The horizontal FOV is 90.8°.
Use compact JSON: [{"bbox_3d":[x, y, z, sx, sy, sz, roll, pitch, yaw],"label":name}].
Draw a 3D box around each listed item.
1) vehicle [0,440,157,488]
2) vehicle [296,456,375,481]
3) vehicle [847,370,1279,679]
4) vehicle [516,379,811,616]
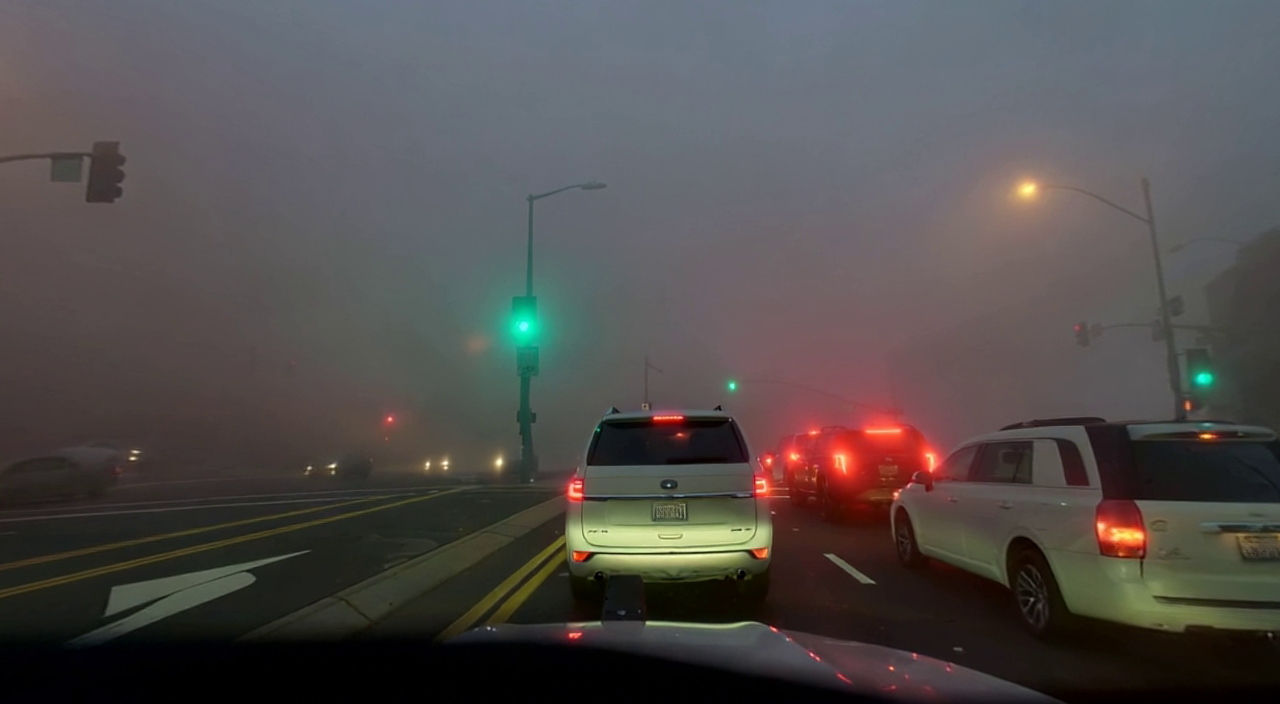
[{"bbox_3d":[-24.579,4.846,27.545,5.062,1.946,2.243,0,-9,-1],"label":"vehicle"},{"bbox_3d":[-19.970,7.619,41.556,1.864,1.444,4.255,-7,-11,36],"label":"vehicle"},{"bbox_3d":[3.557,1.273,5.709,2.018,1.701,4.288,0,-9,2],"label":"vehicle"},{"bbox_3d":[0.227,1.466,7.219,2.292,1.840,4.394,0,-9,1],"label":"vehicle"}]
